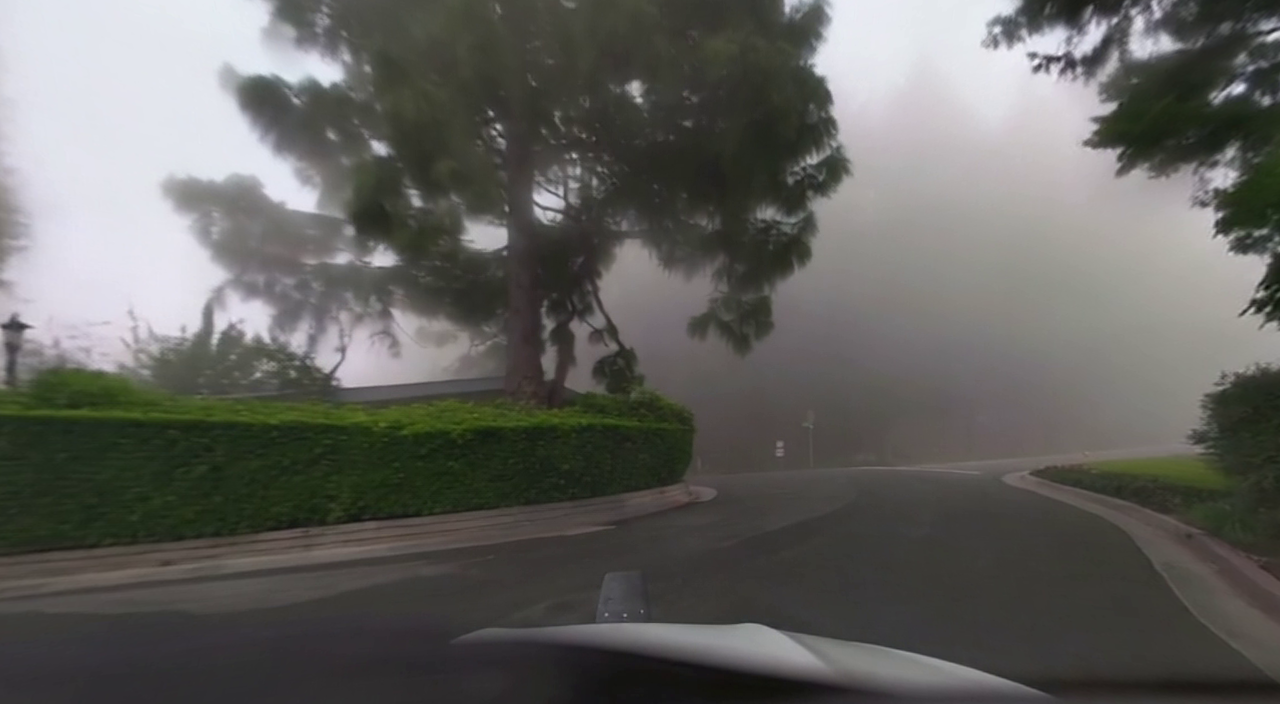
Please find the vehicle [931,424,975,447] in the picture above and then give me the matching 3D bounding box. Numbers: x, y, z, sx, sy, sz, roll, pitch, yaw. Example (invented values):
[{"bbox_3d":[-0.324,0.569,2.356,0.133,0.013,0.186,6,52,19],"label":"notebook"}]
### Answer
[{"bbox_3d":[22.437,6.041,45.348,1.802,1.548,3.501,0,-9,9],"label":"vehicle"}]
